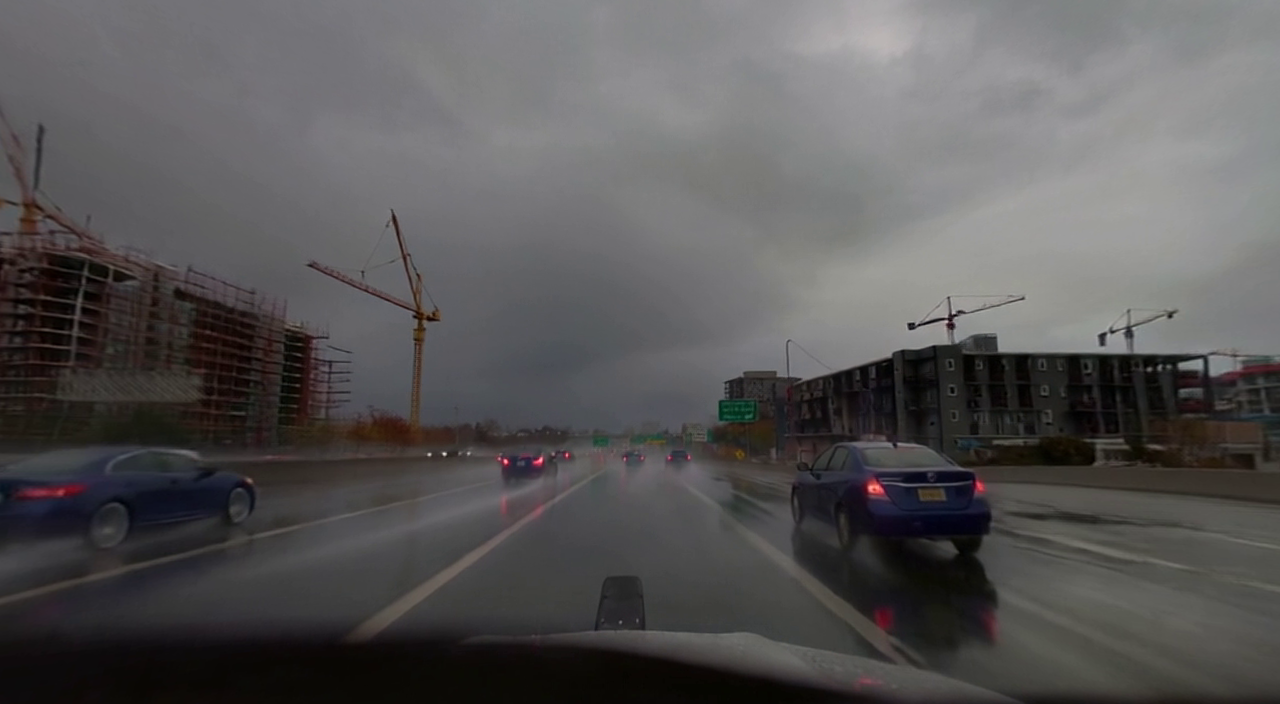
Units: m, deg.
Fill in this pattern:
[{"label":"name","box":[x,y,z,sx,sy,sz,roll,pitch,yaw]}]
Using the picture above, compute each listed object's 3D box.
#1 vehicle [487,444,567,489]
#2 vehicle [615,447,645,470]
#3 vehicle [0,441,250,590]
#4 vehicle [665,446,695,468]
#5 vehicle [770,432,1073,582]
[{"label":"vehicle","box":[-4.076,4.184,23.555,2.136,1.512,4.488,0,-8,0]},{"label":"vehicle","box":[-0.719,7.437,44.246,2.019,1.472,3.971,0,-8,-1]},{"label":"vehicle","box":[-7.584,1.984,8.516,1.951,1.528,4.209,0,-8,0]},{"label":"vehicle","box":[3.093,8.272,49.788,1.978,1.602,4.092,0,-8,-2]},{"label":"vehicle","box":[3.323,1.896,8.684,1.995,1.486,4.463,0,-8,-2]}]
